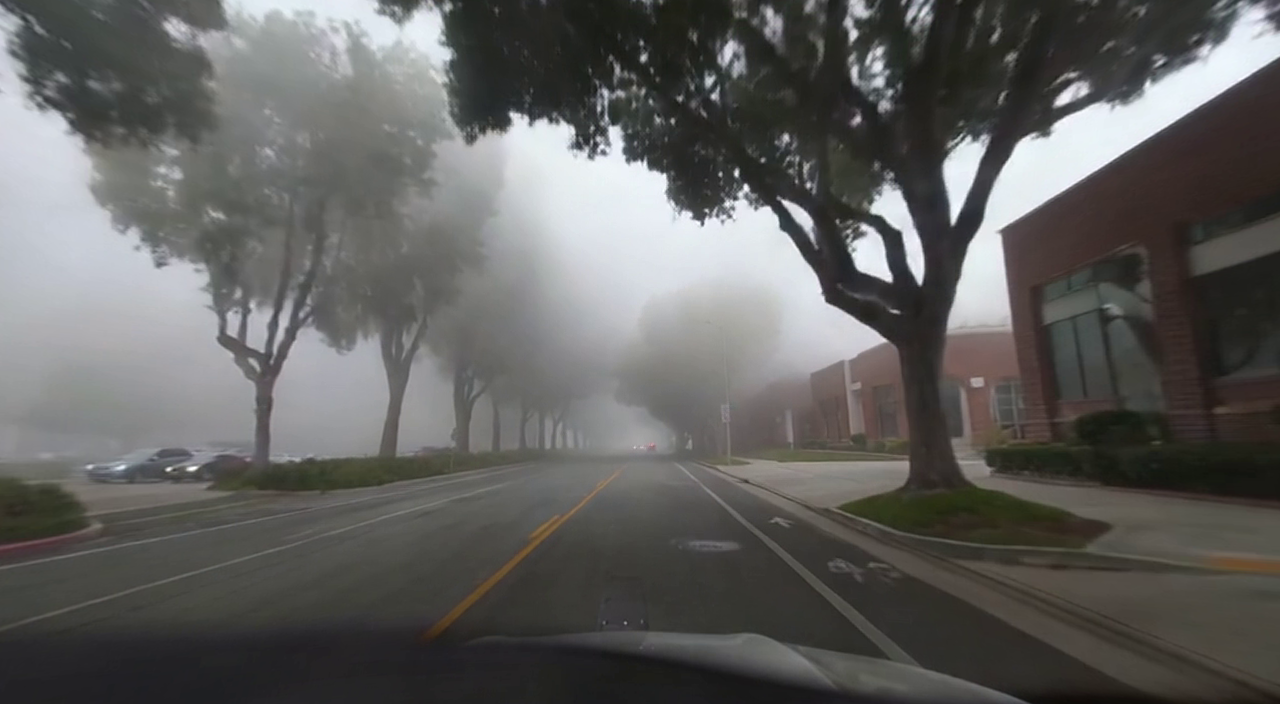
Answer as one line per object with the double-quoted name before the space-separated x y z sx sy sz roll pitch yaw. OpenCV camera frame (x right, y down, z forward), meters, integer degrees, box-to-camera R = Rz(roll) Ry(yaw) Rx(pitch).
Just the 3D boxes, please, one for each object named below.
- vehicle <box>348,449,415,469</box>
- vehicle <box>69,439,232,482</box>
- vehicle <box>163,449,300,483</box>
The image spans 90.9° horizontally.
"vehicle" -18.930 7.855 46.271 4.005 1.433 1.953 0 -8 0
"vehicle" -19.143 4.250 24.802 4.699 1.558 2.113 0 -9 4
"vehicle" -19.342 5.385 29.990 5.091 1.530 1.982 0 -8 -1
